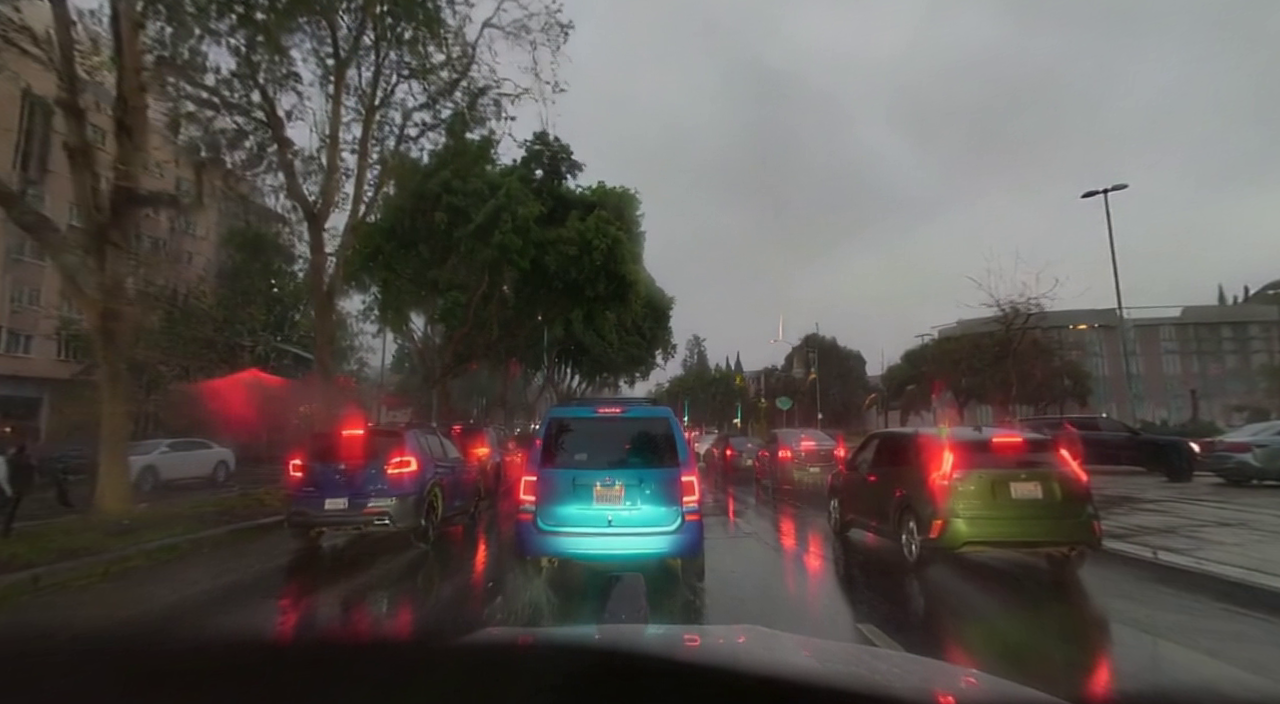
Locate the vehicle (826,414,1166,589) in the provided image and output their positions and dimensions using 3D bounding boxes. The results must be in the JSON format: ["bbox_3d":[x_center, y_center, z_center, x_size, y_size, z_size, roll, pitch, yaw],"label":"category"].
[{"bbox_3d":[3.775,1.629,7.629,1.847,1.554,3.885,0,-8,0],"label":"vehicle"}]

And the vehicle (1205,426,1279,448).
[{"bbox_3d":[44.645,6.230,45.820,4.624,1.515,1.754,-4,-9,24],"label":"vehicle"}]

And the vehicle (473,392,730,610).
[{"bbox_3d":[-0.238,1.471,7.069,2.022,1.700,4.084,0,-8,2],"label":"vehicle"}]

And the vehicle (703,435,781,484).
[{"bbox_3d":[3.319,3.563,21.158,1.948,1.475,4.093,0,-8,0],"label":"vehicle"}]

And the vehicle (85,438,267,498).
[{"bbox_3d":[-15.240,3.803,21.149,1.972,1.759,5.347,0,-8,1],"label":"vehicle"}]

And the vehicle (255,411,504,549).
[{"bbox_3d":[-3.740,1.917,10.073,2.012,1.701,4.316,0,-8,2],"label":"vehicle"}]
